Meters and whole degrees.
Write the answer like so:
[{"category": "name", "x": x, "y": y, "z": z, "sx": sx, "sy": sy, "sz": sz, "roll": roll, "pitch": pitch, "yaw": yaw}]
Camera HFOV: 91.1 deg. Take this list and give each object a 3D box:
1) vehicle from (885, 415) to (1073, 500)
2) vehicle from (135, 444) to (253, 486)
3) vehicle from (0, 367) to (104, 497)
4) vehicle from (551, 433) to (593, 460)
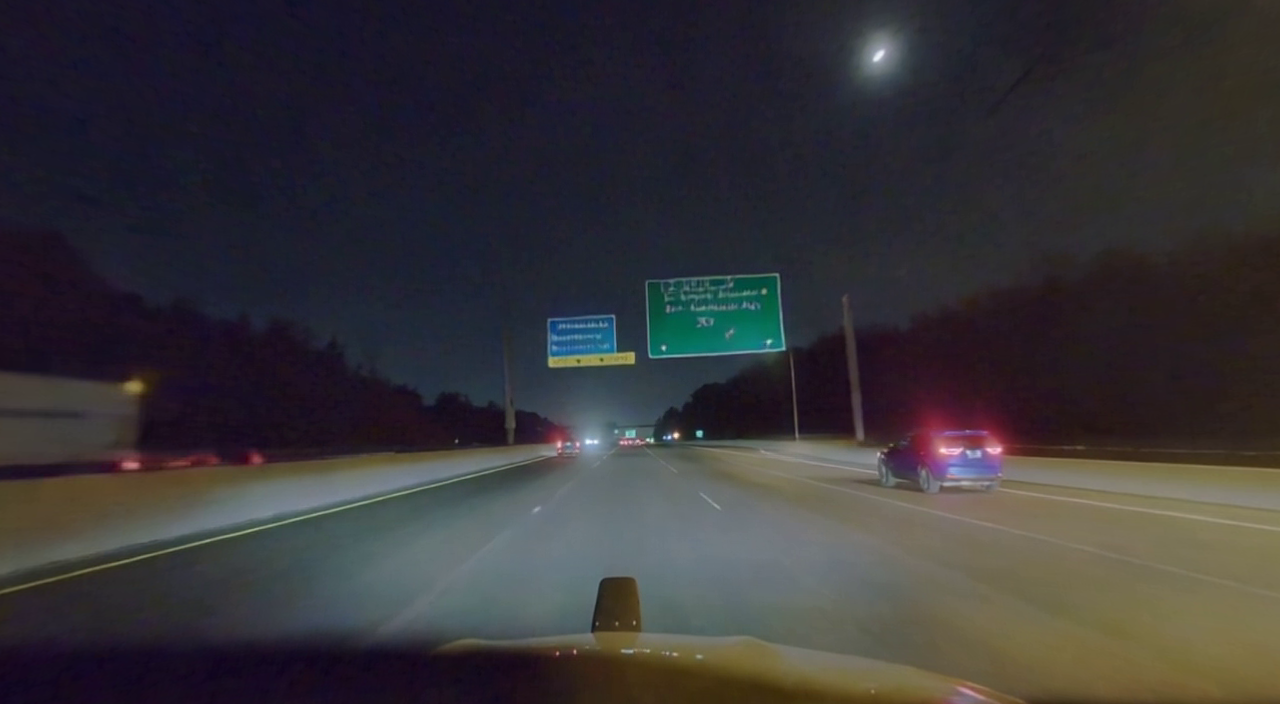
[{"category": "vehicle", "x": 7.351, "y": 2.319, "z": 14.192, "sx": 1.956, "sy": 1.634, "sz": 3.935, "roll": 0, "pitch": -8, "yaw": -1}, {"category": "vehicle", "x": -17.193, "y": 4.333, "z": 24.470, "sx": 1.760, "sy": 1.473, "sz": 3.820, "roll": 0, "pitch": -8, "yaw": 0}, {"category": "vehicle", "x": -21.270, "y": 2.019, "z": 16.061, "sx": 2.899, "sy": 4.010, "sz": 14.107, "roll": 0, "pitch": -8, "yaw": -1}, {"category": "vehicle", "x": -3.918, "y": 5.502, "z": 36.734, "sx": 2.032, "sy": 1.465, "sz": 4.316, "roll": 0, "pitch": -8, "yaw": -1}]
